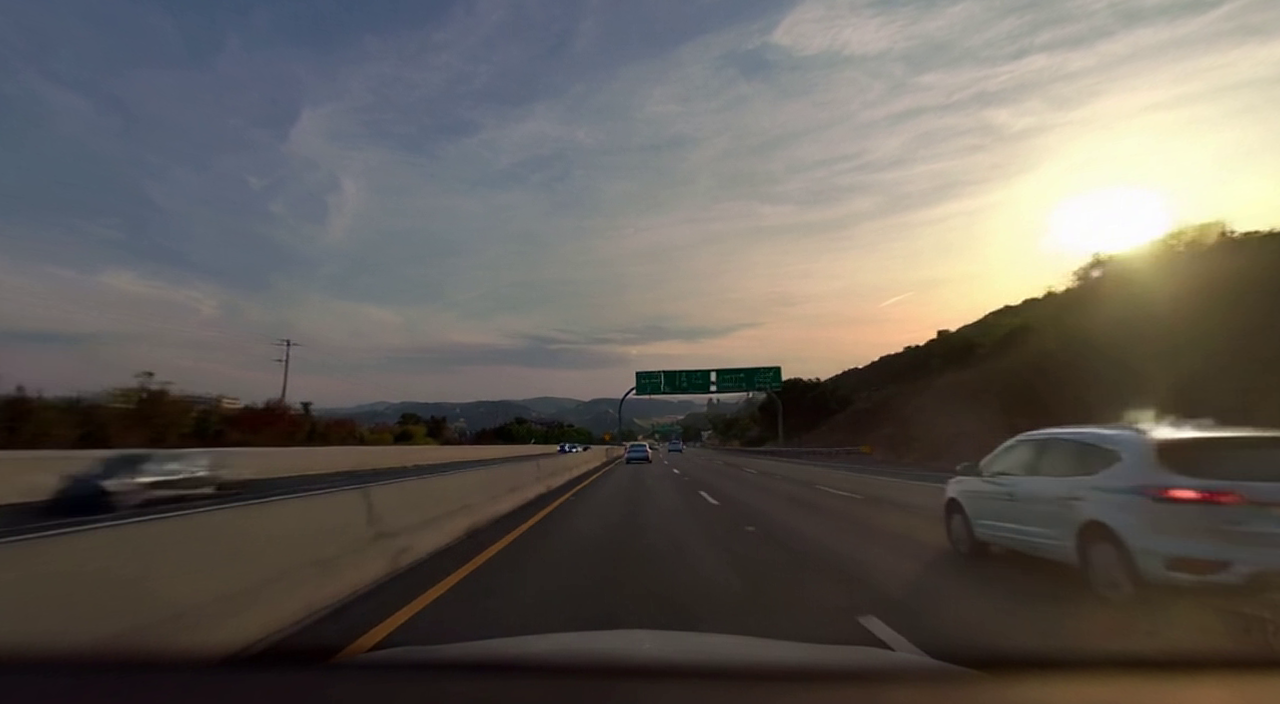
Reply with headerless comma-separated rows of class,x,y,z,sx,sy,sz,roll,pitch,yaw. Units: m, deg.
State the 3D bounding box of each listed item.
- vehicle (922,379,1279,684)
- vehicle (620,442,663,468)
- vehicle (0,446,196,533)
vehicle,4.249,1.213,5.314,1.969,1.595,3.964,-1,-8,2
vehicle,0.150,6.735,41.307,2.084,1.594,4.219,-2,-8,10
vehicle,-12.710,3.002,14.368,1.992,1.638,4.416,0,-8,-3
